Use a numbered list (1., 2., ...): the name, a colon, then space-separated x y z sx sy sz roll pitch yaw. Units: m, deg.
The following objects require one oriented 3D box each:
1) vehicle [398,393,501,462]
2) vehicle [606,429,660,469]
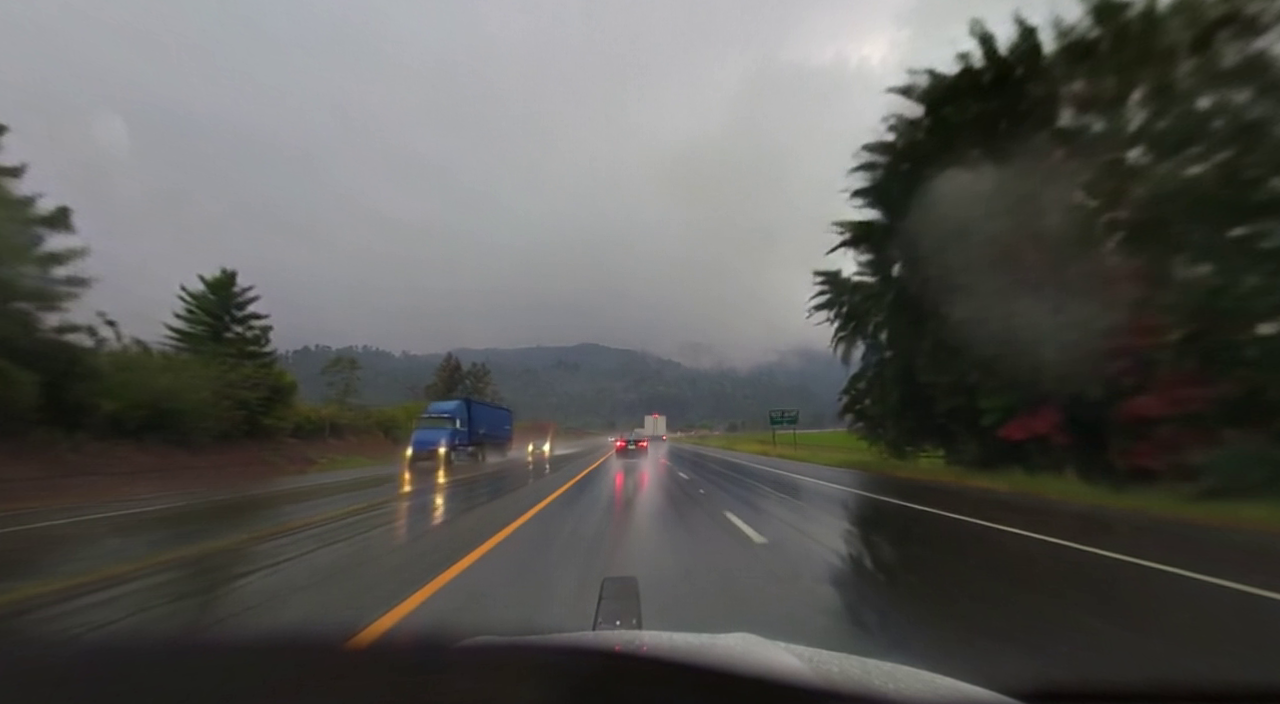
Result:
1. vehicle: -12.268 5.131 41.912 3.270 3.993 10.585 0 -8 1
2. vehicle: -0.306 4.275 27.983 2.216 1.623 4.220 0 -8 -1
